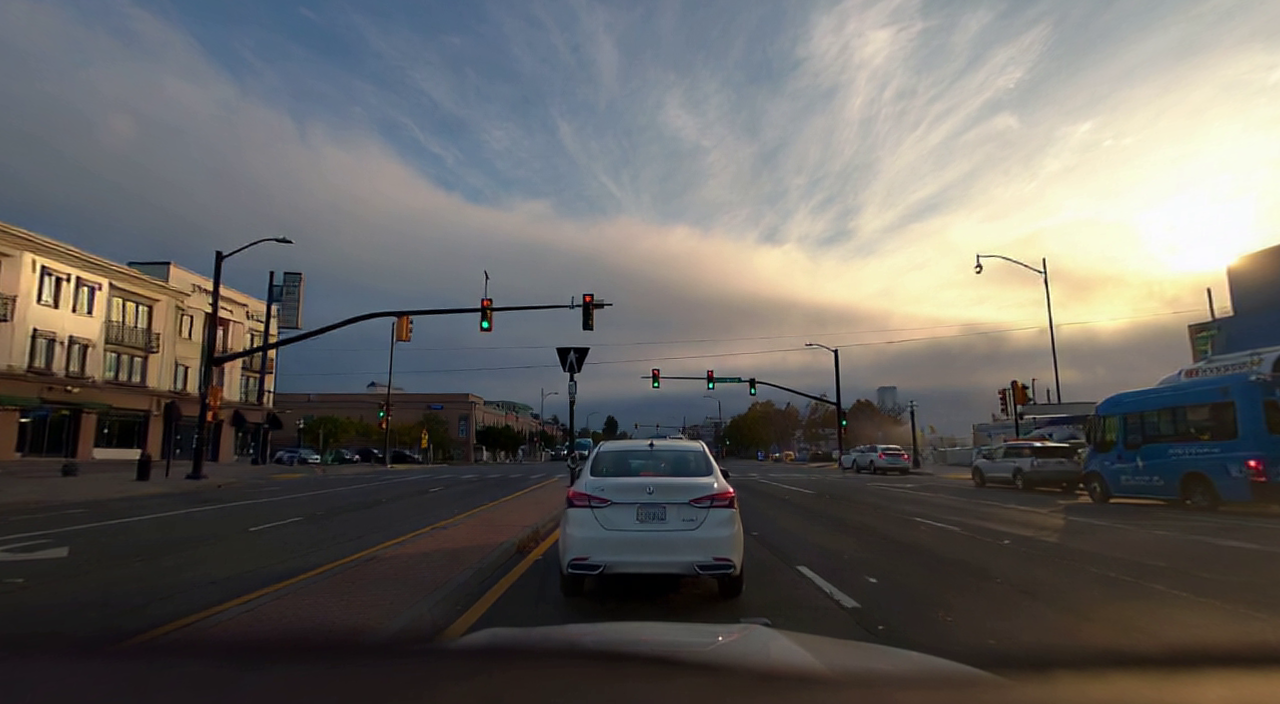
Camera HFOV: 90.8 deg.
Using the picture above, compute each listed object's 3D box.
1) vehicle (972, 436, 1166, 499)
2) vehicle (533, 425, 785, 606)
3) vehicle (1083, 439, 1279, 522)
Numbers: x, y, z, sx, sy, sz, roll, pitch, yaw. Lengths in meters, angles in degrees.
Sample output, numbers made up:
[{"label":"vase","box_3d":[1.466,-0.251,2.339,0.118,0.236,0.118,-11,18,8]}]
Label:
[{"label":"vehicle","box_3d":[14.066,3.819,21.375,2.309,1.819,5.793,1,-9,-3]},{"label":"vehicle","box_3d":[0.128,1.677,7.396,2.067,1.471,4.241,0,-9,-1]},{"label":"vehicle","box_3d":[14.159,3.106,15.934,2.235,1.721,5.230,0,-9,1]}]
